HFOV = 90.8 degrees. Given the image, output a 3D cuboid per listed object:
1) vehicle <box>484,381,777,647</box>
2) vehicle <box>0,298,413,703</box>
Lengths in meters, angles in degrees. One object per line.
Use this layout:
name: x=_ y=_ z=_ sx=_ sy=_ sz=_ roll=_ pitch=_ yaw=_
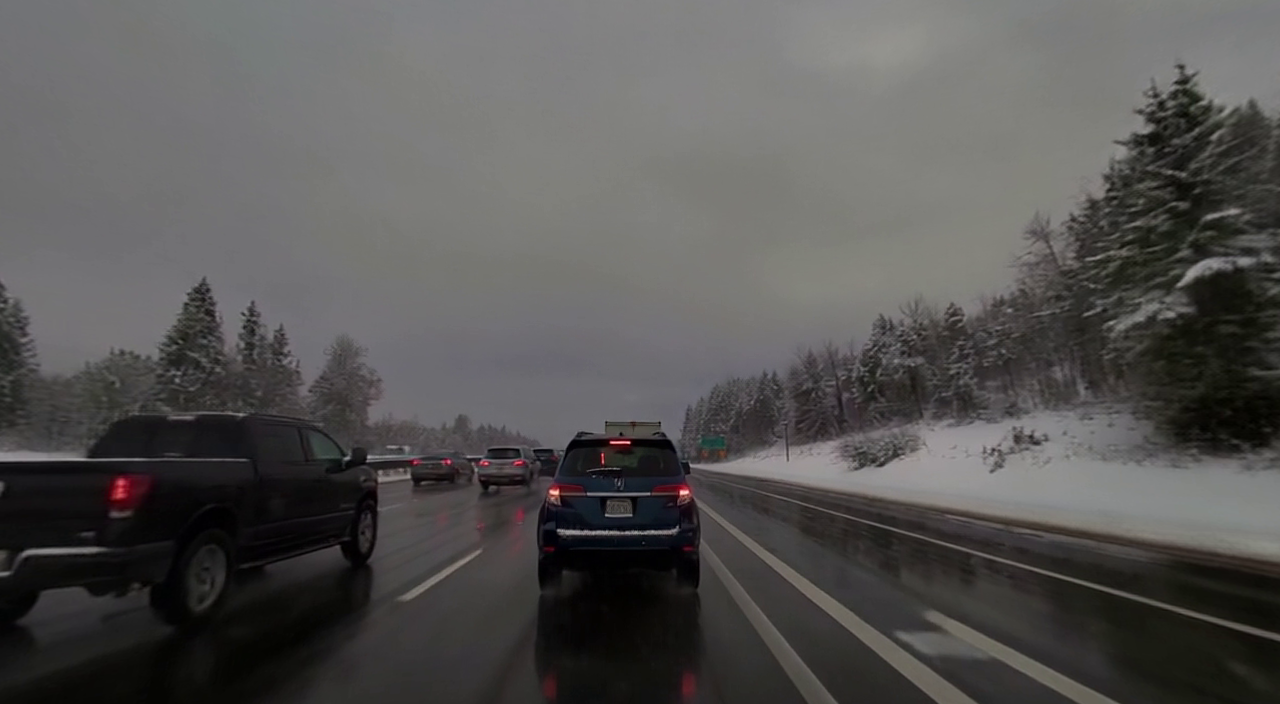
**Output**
vehicle: x=-0.097 y=1.367 z=6.109 sx=1.995 sy=1.798 sz=3.380 roll=0 pitch=-9 yaw=-1
vehicle: x=-3.954 y=1.140 z=5.656 sx=2.055 sy=2.144 sz=4.782 roll=0 pitch=-9 yaw=0
